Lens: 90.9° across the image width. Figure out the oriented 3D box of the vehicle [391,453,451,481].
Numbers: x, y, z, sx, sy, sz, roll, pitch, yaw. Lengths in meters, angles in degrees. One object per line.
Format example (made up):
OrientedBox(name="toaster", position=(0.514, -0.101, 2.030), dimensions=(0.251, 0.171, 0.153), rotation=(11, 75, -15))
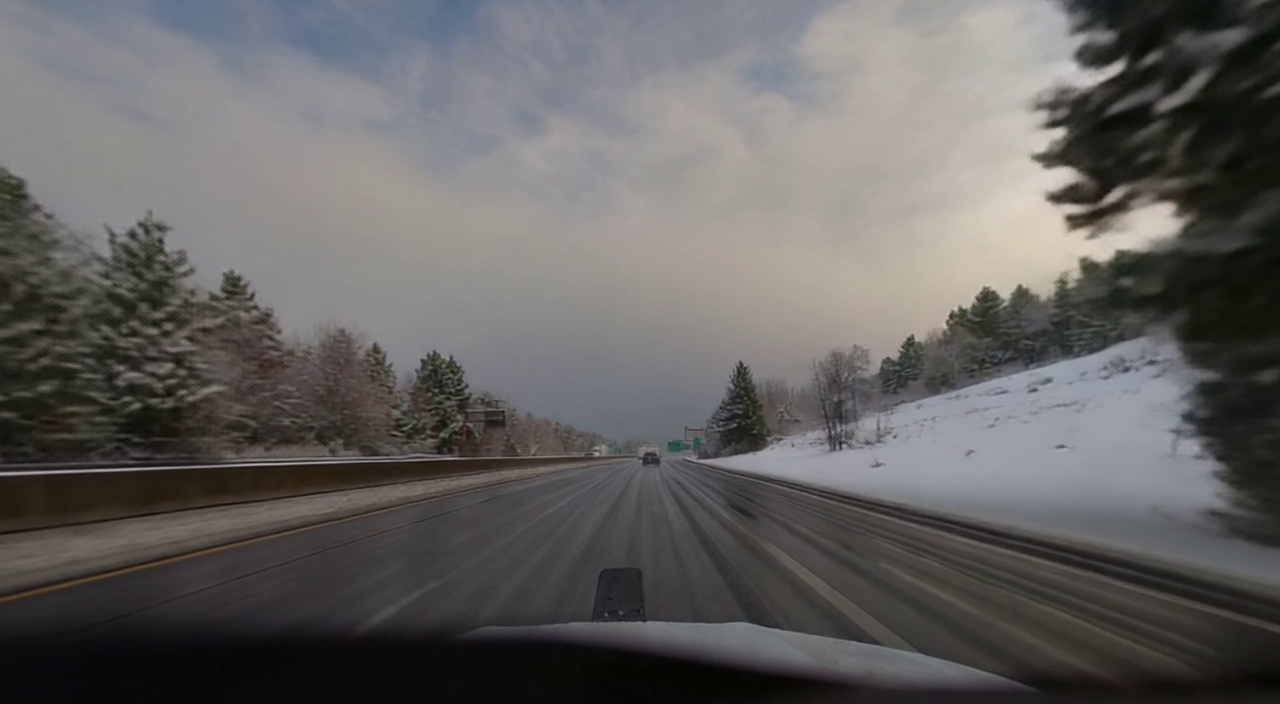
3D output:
OrientedBox(name="vehicle", position=(-12.183, 6.400, 35.301), dimensions=(1.858, 1.458, 4.029), rotation=(0, -9, 1))
